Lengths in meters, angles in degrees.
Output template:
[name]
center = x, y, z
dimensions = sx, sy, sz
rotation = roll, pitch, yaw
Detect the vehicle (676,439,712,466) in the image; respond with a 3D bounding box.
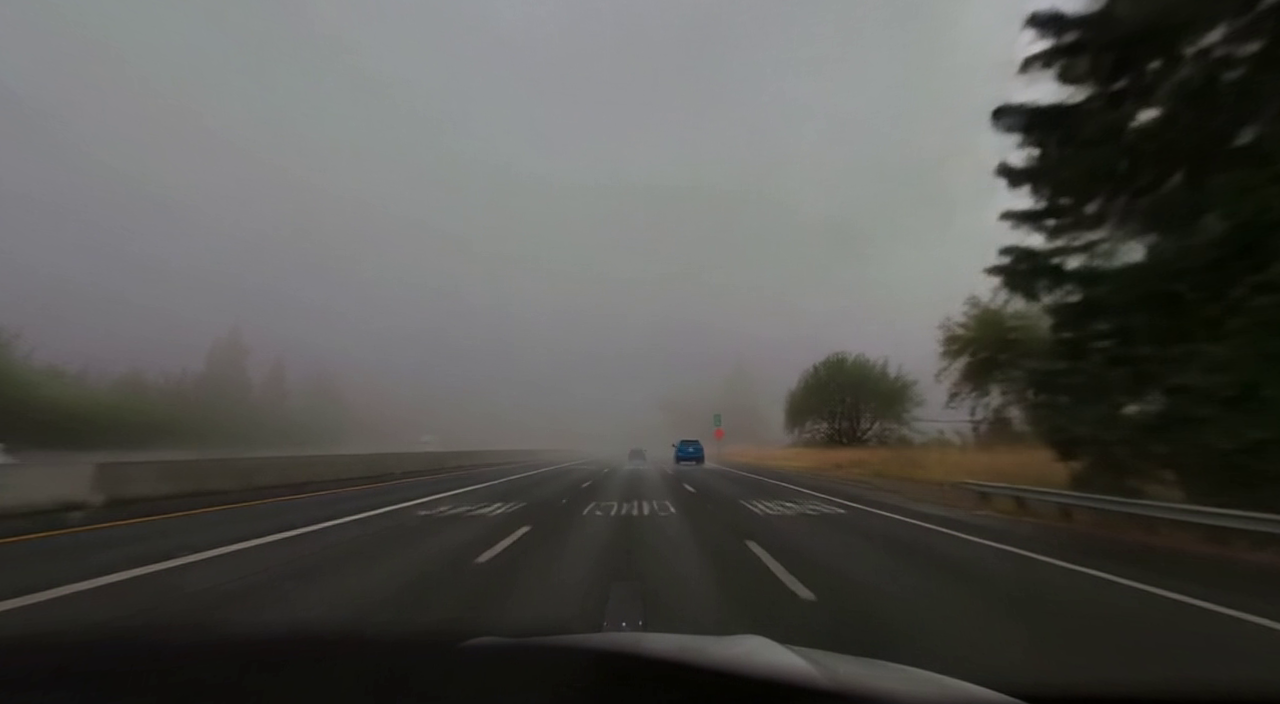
[vehicle]
center = 4.000, 7.542, 47.601
dimensions = 2.172, 1.930, 4.879
rotation = 0, -9, -2
